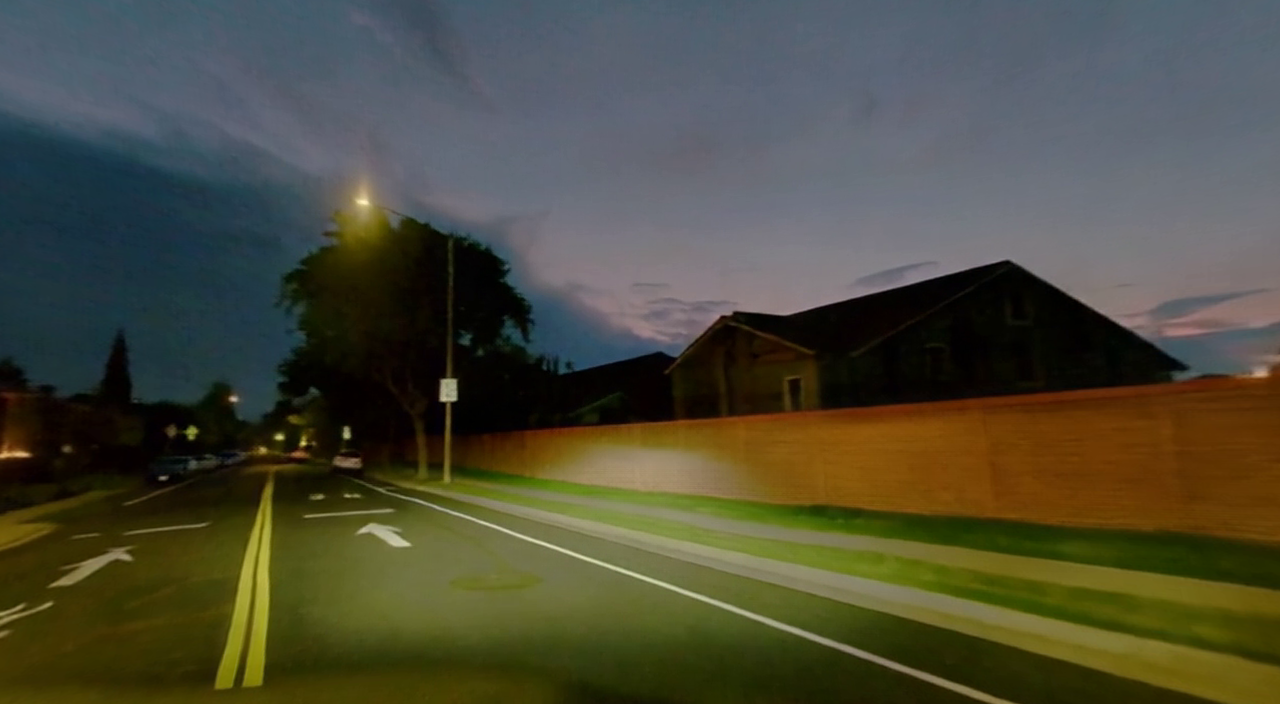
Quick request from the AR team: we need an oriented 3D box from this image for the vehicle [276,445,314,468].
[{"bbox_3d":[-23.840,7.207,43.645,2.067,1.476,4.256,5,-9,-28],"label":"vehicle"}]
